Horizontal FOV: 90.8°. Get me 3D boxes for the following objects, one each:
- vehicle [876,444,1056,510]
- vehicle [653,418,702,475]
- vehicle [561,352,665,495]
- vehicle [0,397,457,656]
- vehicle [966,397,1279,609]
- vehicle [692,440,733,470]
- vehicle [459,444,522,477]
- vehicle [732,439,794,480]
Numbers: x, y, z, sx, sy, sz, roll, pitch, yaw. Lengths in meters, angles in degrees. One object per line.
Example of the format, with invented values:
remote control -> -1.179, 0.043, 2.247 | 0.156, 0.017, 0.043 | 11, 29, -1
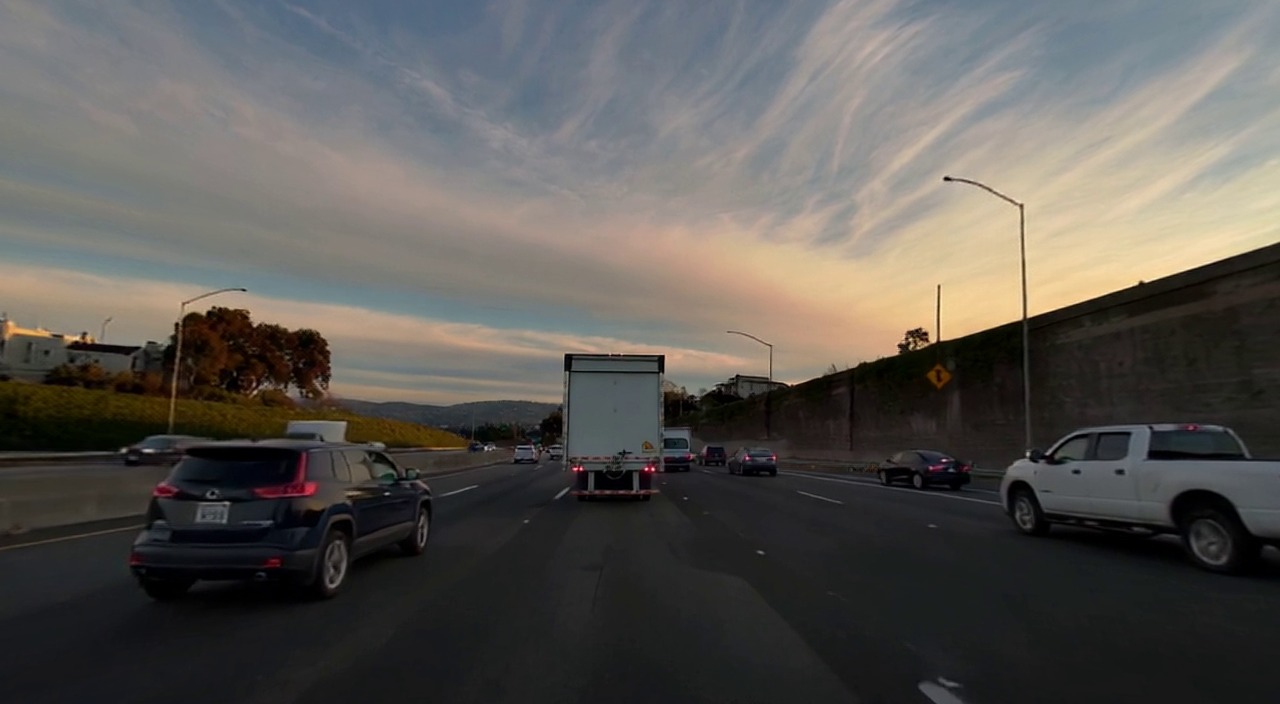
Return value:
vehicle -> 8.470, 3.265, 17.082 | 2.002, 1.472, 4.950 | 0, -9, -3
vehicle -> 2.397, 6.529, 43.732 | 2.669, 3.491, 8.645 | 0, -9, -1
vehicle -> -0.763, 2.801, 23.297 | 2.906, 4.040, 10.743 | 0, -9, 0
vehicle -> -3.364, 1.433, 6.198 | 1.946, 1.641, 4.105 | 0, -9, -1
vehicle -> 6.324, 1.578, 7.429 | 2.188, 1.731, 5.031 | 0, -9, -1
vehicle -> 5.460, 7.814, 48.047 | 2.297, 2.116, 5.052 | 0, -9, -2
vehicle -> -7.303, 5.353, 31.404 | 1.973, 1.471, 4.779 | 0, -9, 0
vehicle -> 6.143, 5.431, 32.207 | 2.070, 1.888, 4.546 | 0, -9, -2
